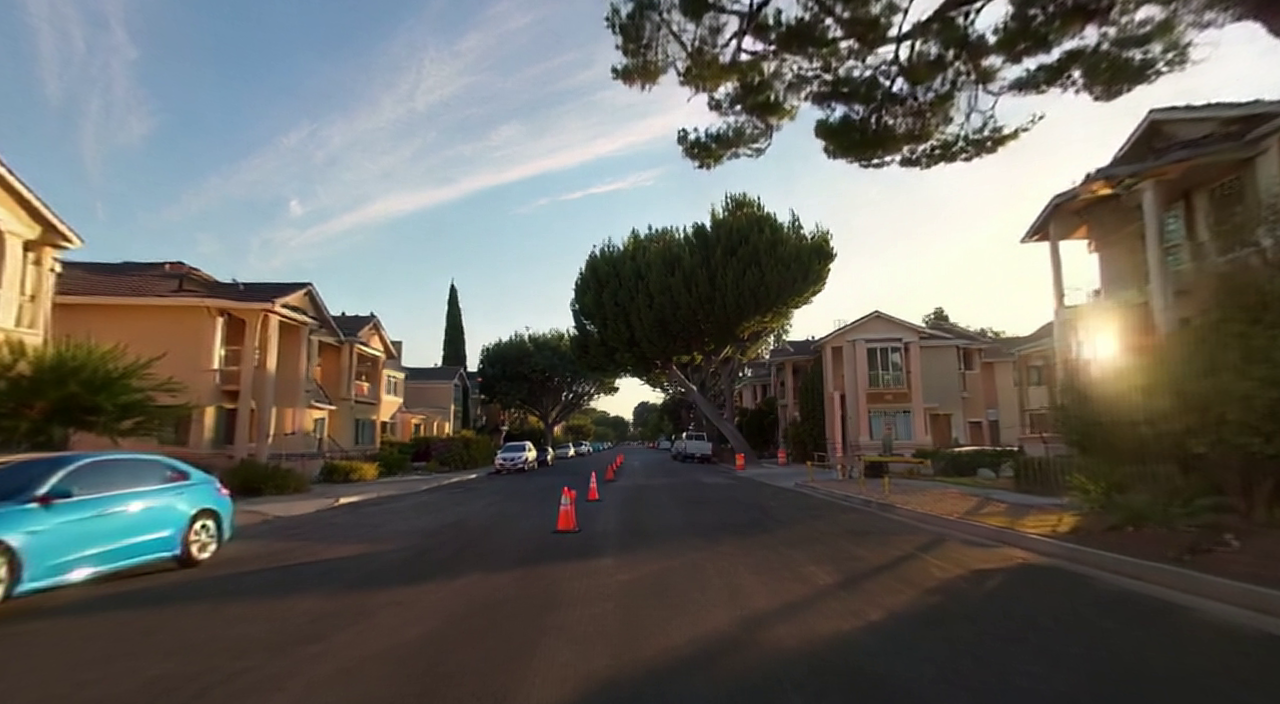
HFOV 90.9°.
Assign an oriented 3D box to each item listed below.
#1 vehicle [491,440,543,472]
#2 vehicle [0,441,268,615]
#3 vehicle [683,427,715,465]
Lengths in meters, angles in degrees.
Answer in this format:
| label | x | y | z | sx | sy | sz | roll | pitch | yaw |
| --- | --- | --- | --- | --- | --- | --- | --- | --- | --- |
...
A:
| label | x | y | z | sx | sy | sz | roll | pitch | yaw |
| --- | --- | --- | --- | --- | --- | --- | --- | --- | --- |
| vehicle | -6.577 | 5.608 | 34.116 | 1.957 | 1.608 | 4.476 | 0 | -8 | -1 |
| vehicle | -6.537 | 1.733 | 6.856 | 2.137 | 1.481 | 4.503 | 0 | -9 | 2 |
| vehicle | 4.155 | 6.670 | 44.915 | 2.082 | 2.534 | 3.248 | -1 | -8 | 4 |
